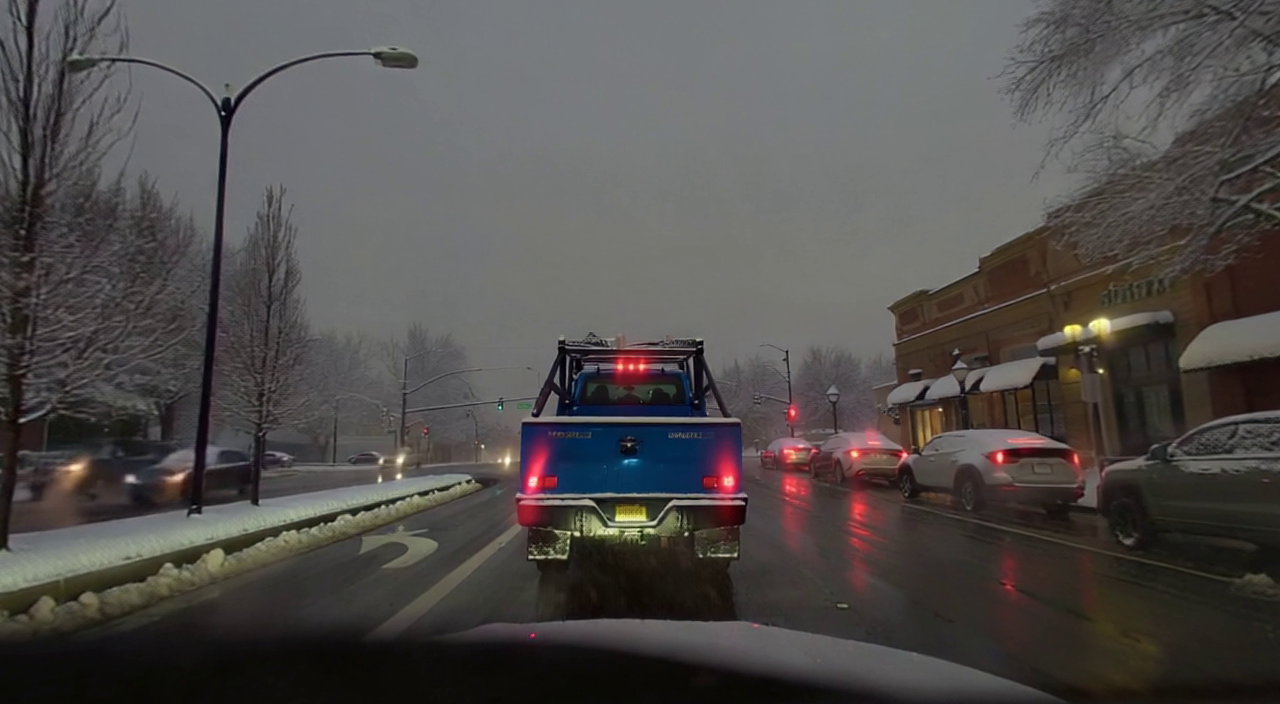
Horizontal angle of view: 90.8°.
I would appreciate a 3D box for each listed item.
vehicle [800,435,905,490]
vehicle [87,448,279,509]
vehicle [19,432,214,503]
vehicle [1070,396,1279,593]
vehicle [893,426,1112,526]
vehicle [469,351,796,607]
[{"bbox_3d":[7.075,3.731,21.596,1.953,1.665,4.327,0,-9,-2],"label":"vehicle"},{"bbox_3d":[-12.461,3.442,17.706,1.983,1.449,4.501,0,-9,0],"label":"vehicle"},{"bbox_3d":[-19.080,4.214,23.531,2.700,2.296,5.270,0,-9,-1],"label":"vehicle"},{"bbox_3d":[6.822,1.358,6.167,2.023,1.771,4.488,0,-9,0],"label":"vehicle"},{"bbox_3d":[7.069,2.439,12.974,1.931,1.692,4.267,0,-9,0],"label":"vehicle"},{"bbox_3d":[-0.113,1.460,8.151,2.682,2.117,5.706,0,-9,-1],"label":"vehicle"}]
